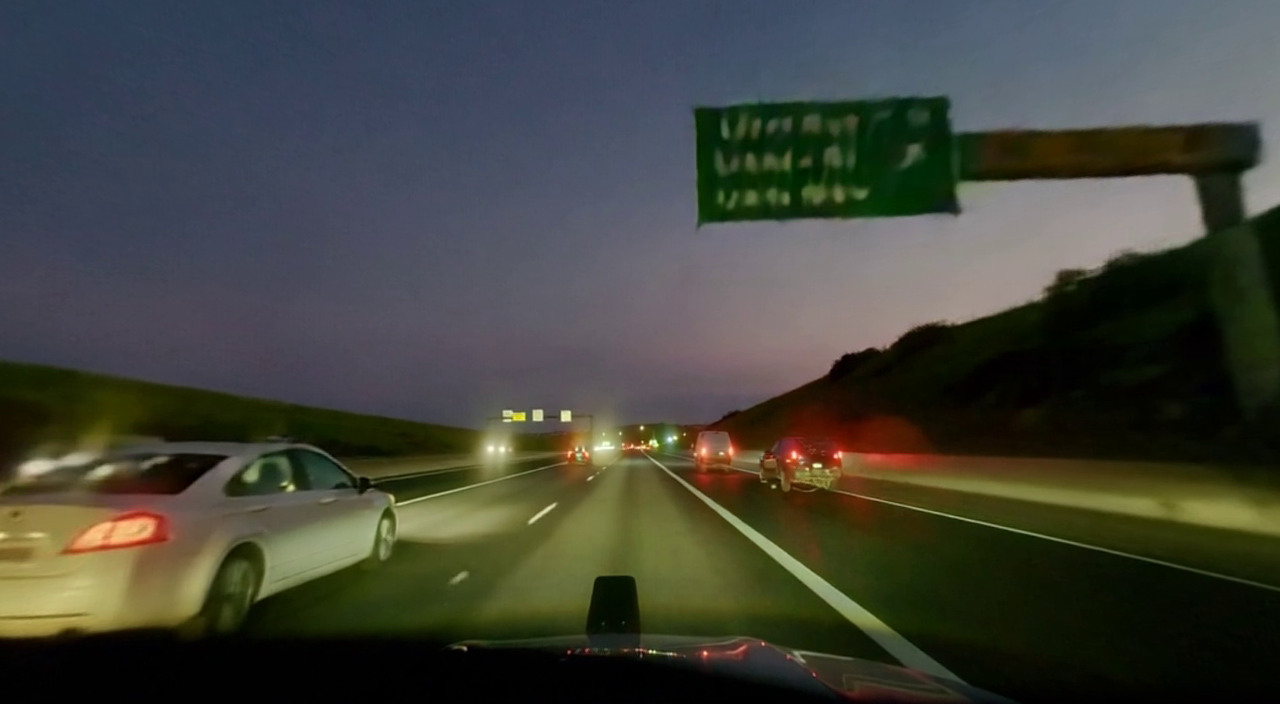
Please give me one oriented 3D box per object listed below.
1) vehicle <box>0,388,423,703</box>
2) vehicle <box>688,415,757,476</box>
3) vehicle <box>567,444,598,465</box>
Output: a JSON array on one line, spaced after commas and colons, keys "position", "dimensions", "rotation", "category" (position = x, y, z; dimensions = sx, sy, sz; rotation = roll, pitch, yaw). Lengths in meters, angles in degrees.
[{"position": [-3.341, 1.227, 4.415], "dimensions": [1.939, 1.513, 4.773], "rotation": [0, -9, 0], "category": "vehicle"}, {"position": [3.796, 4.479, 30.104], "dimensions": [2.361, 2.636, 5.684], "rotation": [0, -9, -1], "category": "vehicle"}, {"position": [-4.390, 7.933, 48.754], "dimensions": [2.054, 1.529, 4.368], "rotation": [0, -9, -1], "category": "vehicle"}]
